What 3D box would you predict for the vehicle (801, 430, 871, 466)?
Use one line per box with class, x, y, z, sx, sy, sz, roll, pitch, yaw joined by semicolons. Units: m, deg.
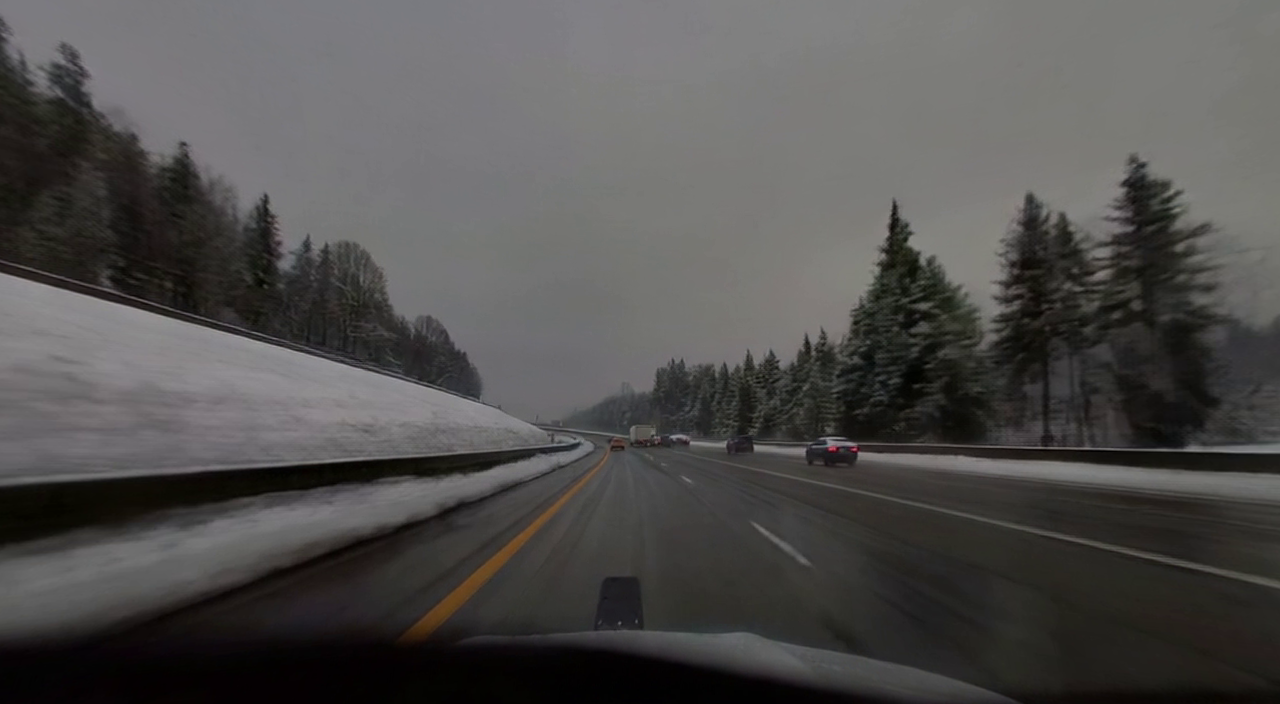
vehicle;10.243;5.049;33.287;2.077;1.763;4.472;0;-8;-3
